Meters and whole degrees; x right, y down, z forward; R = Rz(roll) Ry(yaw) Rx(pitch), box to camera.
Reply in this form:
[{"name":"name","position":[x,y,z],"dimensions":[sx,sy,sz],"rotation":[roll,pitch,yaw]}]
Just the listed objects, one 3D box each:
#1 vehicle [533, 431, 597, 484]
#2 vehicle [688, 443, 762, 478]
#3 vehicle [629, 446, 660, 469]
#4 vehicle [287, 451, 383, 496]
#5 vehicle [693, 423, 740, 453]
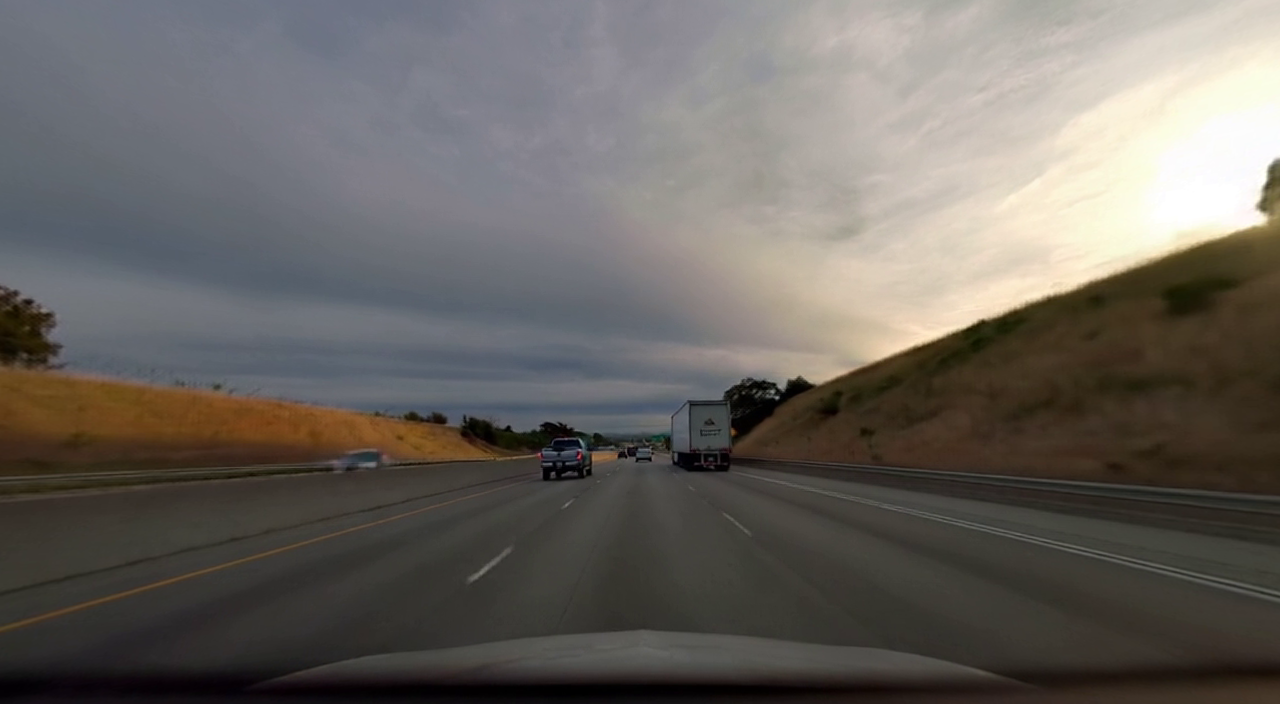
[{"name":"vehicle","position":[-3.097,4.515,27.094],"dimensions":[2.142,2.044,4.446],"rotation":[0,-9,1]},{"name":"vehicle","position":[4.228,5.679,33.481],"dimensions":[2.654,1.574,9.537],"rotation":[0,-9,0]},{"name":"vehicle","position":[0.288,7.422,44.311],"dimensions":[2.086,1.497,3.681],"rotation":[0,-9,0]},{"name":"vehicle","position":[-12.471,4.939,26.079],"dimensions":[1.738,1.676,4.144],"rotation":[0,-9,2]},{"name":"vehicle","position":[4.121,4.759,34.682],"dimensions":[1.968,1.547,4.215],"rotation":[0,-9,-1]}]
